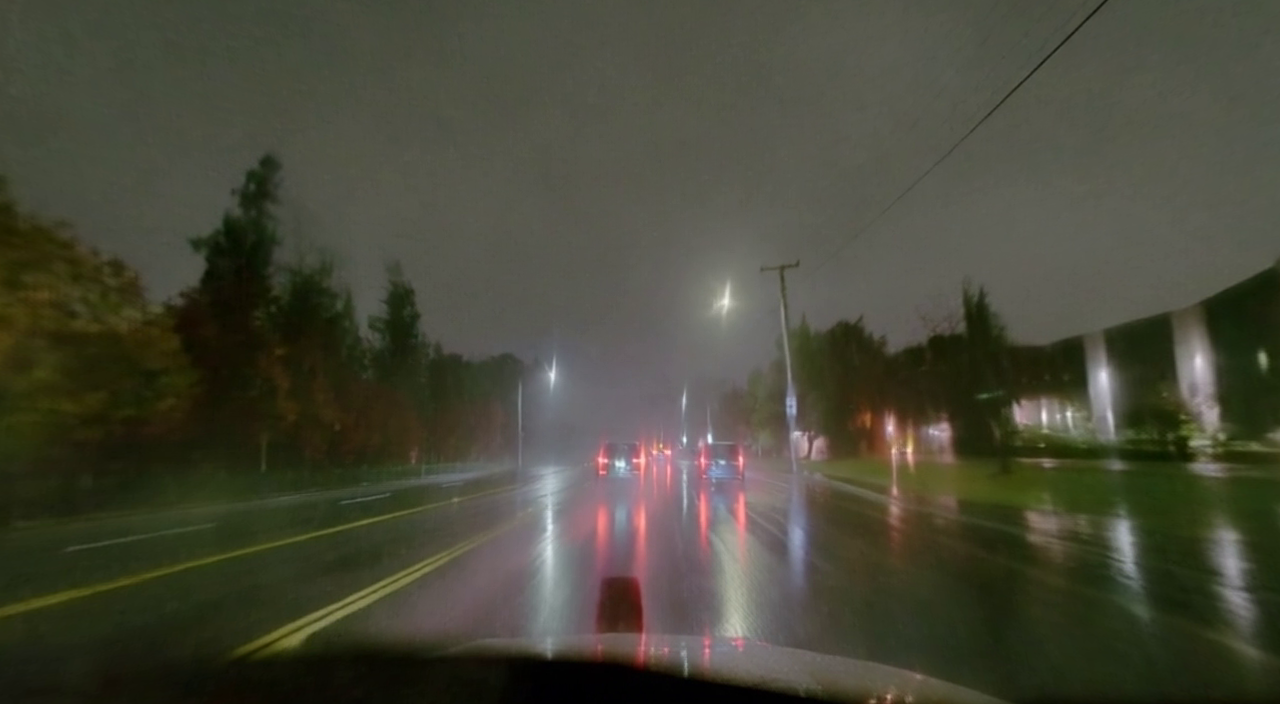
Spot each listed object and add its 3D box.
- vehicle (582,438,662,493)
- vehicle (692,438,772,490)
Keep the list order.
[{"bbox_3d":[-0.416,3.379,19.166,2.030,1.467,4.403,-1,-8,3],"label":"vehicle"},{"bbox_3d":[2.828,3.532,20.208,2.065,1.456,4.099,0,-8,2],"label":"vehicle"}]
